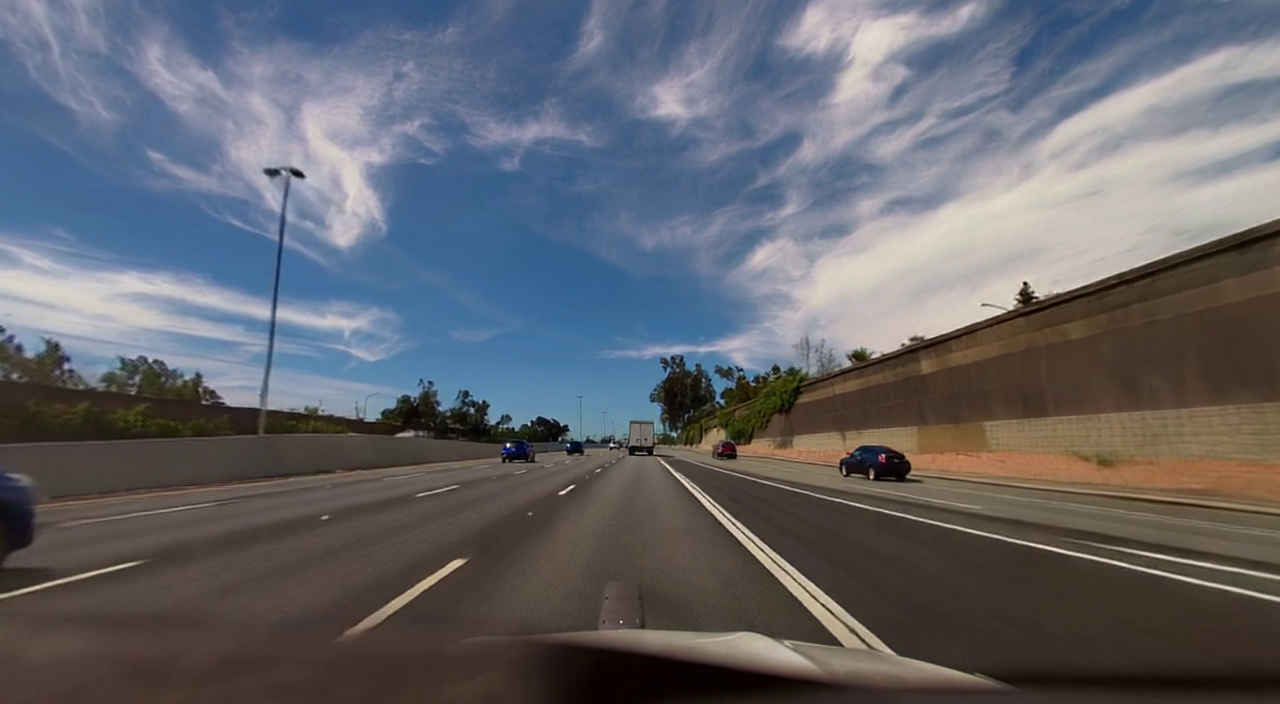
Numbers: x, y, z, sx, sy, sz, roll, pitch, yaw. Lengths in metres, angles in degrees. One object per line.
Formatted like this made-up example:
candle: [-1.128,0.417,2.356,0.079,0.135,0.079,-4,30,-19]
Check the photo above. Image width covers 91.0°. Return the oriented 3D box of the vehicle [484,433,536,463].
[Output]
vehicle: [-9.909,7.403,48.636,2.571,2.169,6.443,0,-9,1]

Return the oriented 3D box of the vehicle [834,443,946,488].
vehicle: [9.278,4.238,23.865,2.075,1.510,4.569,1,-9,-5]
